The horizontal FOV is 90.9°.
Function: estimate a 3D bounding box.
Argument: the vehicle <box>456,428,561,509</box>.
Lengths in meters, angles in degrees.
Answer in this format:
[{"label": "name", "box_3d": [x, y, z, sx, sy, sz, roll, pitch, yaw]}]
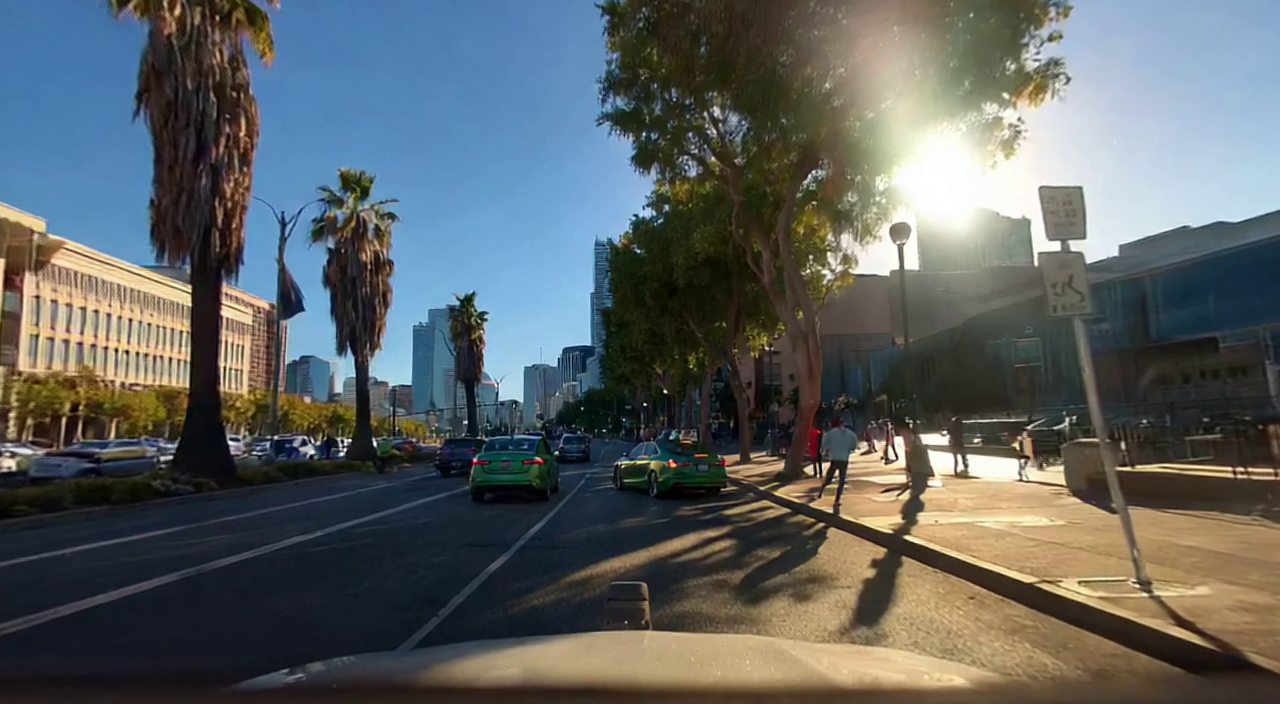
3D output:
[{"label": "vehicle", "box_3d": [-2.961, 2.719, 15.126, 2.039, 1.628, 4.331, 1, -9, -7]}]

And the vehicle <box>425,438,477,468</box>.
[{"label": "vehicle", "box_3d": [-10.676, 5.707, 35.871, 1.930, 1.583, 4.423, 0, -9, -5]}]

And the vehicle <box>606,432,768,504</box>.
[{"label": "vehicle", "box_3d": [0.942, 2.788, 15.617, 1.930, 1.477, 4.657, 4, -9, -25]}]

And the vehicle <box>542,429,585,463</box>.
[{"label": "vehicle", "box_3d": [-4.643, 5.805, 38.893, 2.277, 1.937, 4.487, 0, -9, -2]}]
